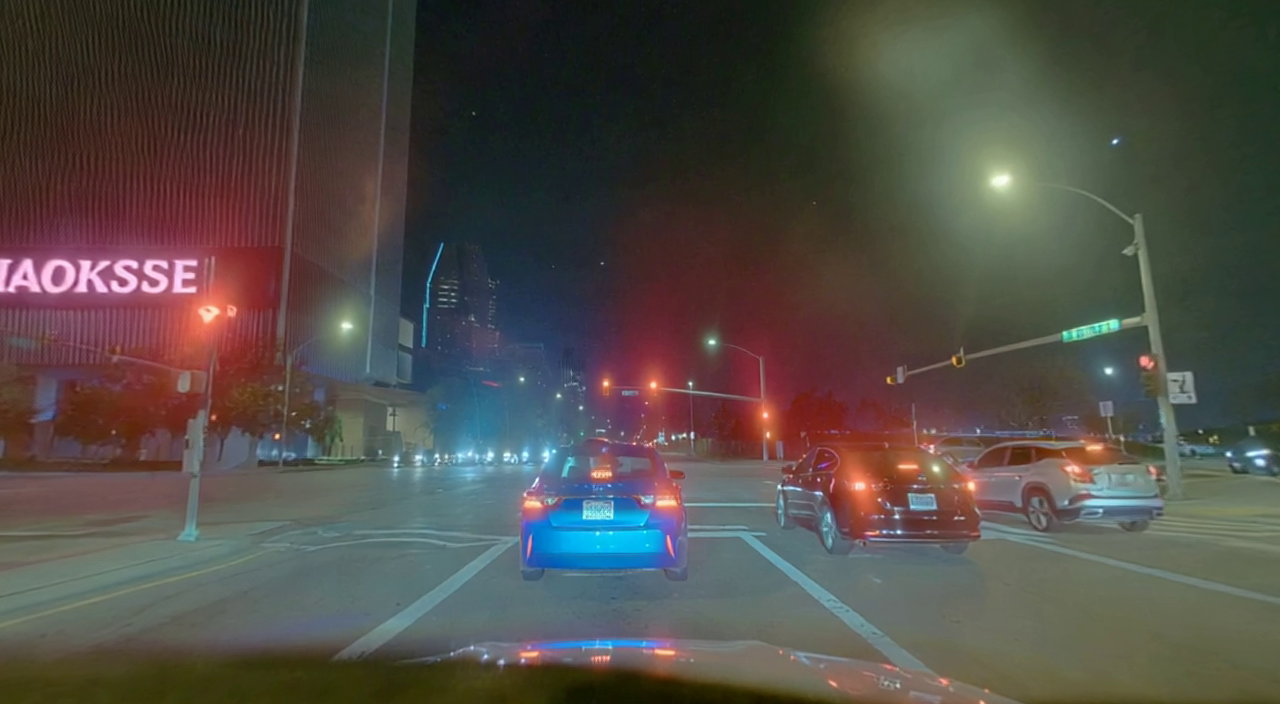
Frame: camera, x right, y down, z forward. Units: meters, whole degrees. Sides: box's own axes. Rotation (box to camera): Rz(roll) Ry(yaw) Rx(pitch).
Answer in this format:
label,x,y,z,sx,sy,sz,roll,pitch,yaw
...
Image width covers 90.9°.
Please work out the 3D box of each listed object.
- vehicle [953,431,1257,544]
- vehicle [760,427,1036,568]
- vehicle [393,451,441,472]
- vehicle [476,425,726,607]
label,x,y,z,sx,sy,sz,roll,pitch,yaw
vehicle,7.444,2.165,10.787,1.908,1.517,4.182,0,-8,-1
vehicle,3.214,1.888,8.970,2.042,1.508,4.109,0,-8,-2
vehicle,-17.141,8.394,48.681,2.048,1.463,4.530,0,-8,-1
vehicle,-0.369,1.653,7.288,2.059,1.477,3.988,0,-8,-1
